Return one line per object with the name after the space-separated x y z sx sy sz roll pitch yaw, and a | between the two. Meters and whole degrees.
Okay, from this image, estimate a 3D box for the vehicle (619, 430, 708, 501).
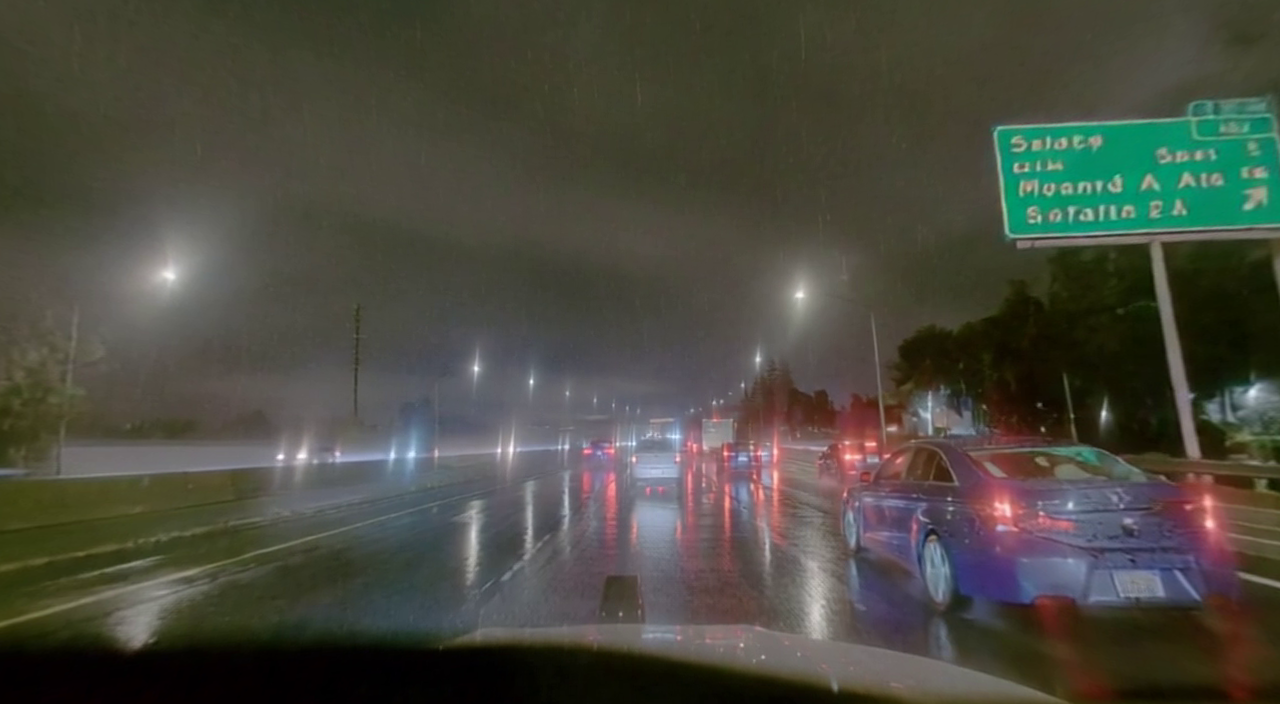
0.611 2.929 16.557 2.074 1.614 3.803 0 -9 2 | vehicle

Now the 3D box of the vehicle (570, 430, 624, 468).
-2.334 5.493 35.617 2.434 1.965 5.305 0 -9 3 | vehicle

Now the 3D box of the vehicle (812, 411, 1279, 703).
3.154 1.400 5.487 2.009 1.489 4.559 0 -9 0 | vehicle

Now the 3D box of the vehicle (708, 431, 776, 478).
3.942 4.061 24.996 2.076 1.684 4.241 0 -9 1 | vehicle

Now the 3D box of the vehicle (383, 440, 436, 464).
-17.229 7.510 47.302 1.925 1.677 4.495 -1 -9 5 | vehicle

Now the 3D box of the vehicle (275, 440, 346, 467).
-21.816 6.752 41.914 2.009 1.685 4.453 -1 -9 4 | vehicle
